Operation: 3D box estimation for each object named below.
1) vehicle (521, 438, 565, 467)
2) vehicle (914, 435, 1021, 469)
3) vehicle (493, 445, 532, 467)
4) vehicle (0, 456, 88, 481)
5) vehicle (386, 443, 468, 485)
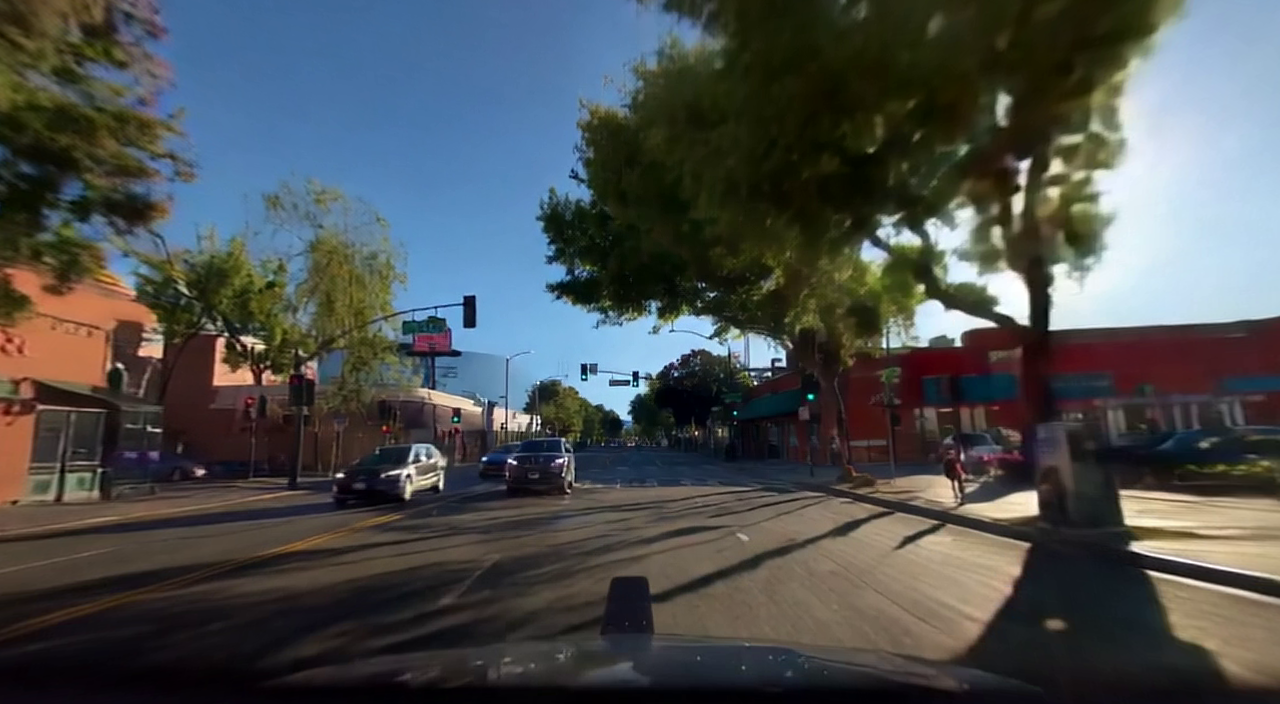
[{"bbox_3d":[-6.205,6.508,40.878,2.041,1.756,4.392,0,-8,1],"label":"vehicle"},{"bbox_3d":[16.628,5.091,32.128,4.299,1.679,2.011,0,-8,-1],"label":"vehicle"},{"bbox_3d":[-9.405,7.708,46.734,2.071,1.534,4.025,0,-8,0],"label":"vehicle"},{"bbox_3d":[-36.972,7.121,38.633,4.338,1.447,1.985,0,-8,0],"label":"vehicle"},{"bbox_3d":[-8.727,4.590,26.198,1.978,1.561,3.907,0,-8,1],"label":"vehicle"}]
